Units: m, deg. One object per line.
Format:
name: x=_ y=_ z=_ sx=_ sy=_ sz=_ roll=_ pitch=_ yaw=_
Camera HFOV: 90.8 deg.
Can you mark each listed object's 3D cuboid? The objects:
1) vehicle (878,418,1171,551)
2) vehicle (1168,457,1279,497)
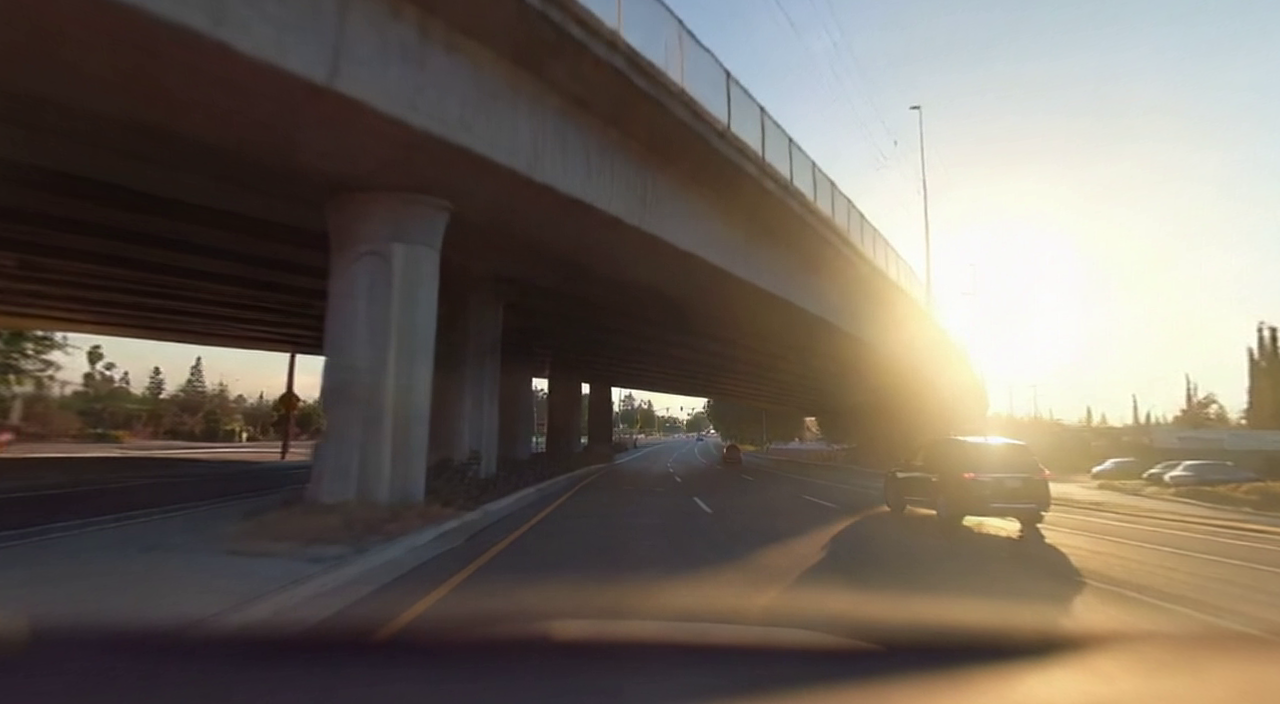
vehicle: x=6.794 y=2.371 z=12.233 sx=2.331 sy=1.872 sz=5.378 roll=-3 pitch=-8 yaw=1
vehicle: x=30.544 y=6.391 z=32.496 sx=4.608 sy=1.919 sz=2.056 roll=-1 pitch=-8 yaw=7
